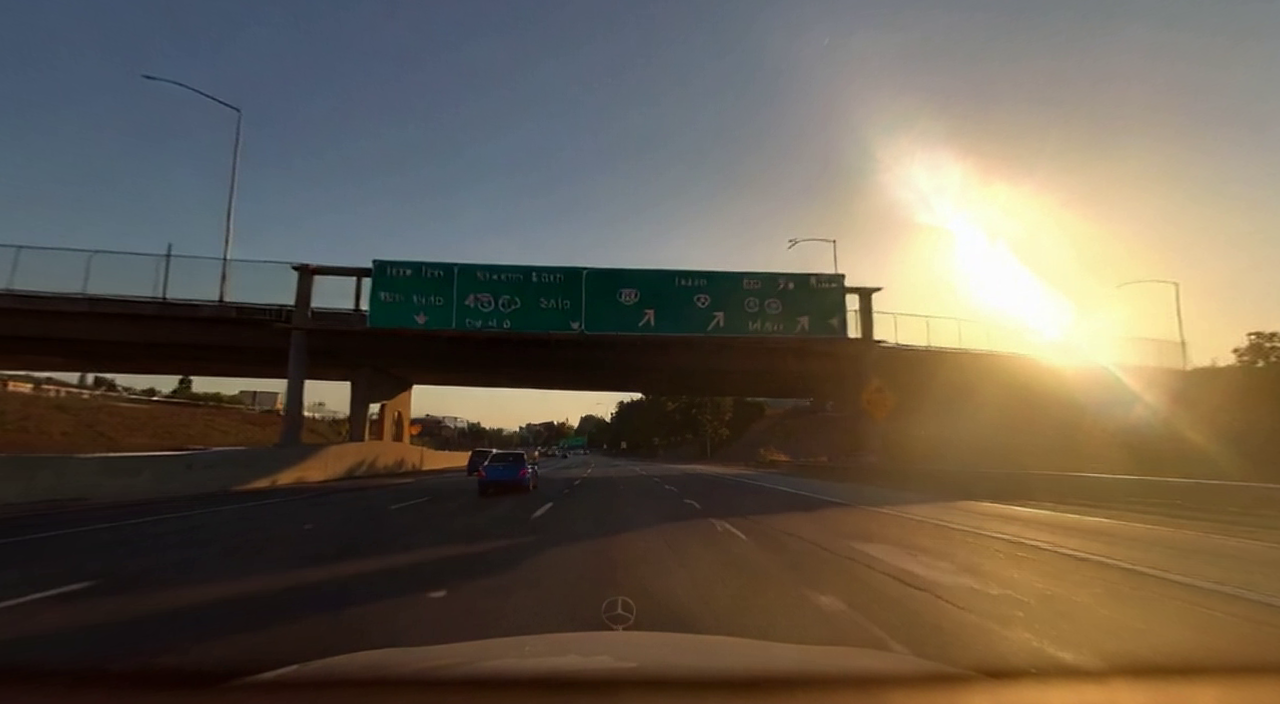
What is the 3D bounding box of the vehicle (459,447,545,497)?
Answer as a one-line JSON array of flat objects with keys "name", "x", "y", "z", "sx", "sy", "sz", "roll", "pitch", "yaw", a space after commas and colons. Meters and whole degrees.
[{"name": "vehicle", "x": -4.569, "y": 4.036, "z": 21.605, "sx": 2.050, "sy": 1.507, "sz": 4.316, "roll": 0, "pitch": -9, "yaw": -1}]
